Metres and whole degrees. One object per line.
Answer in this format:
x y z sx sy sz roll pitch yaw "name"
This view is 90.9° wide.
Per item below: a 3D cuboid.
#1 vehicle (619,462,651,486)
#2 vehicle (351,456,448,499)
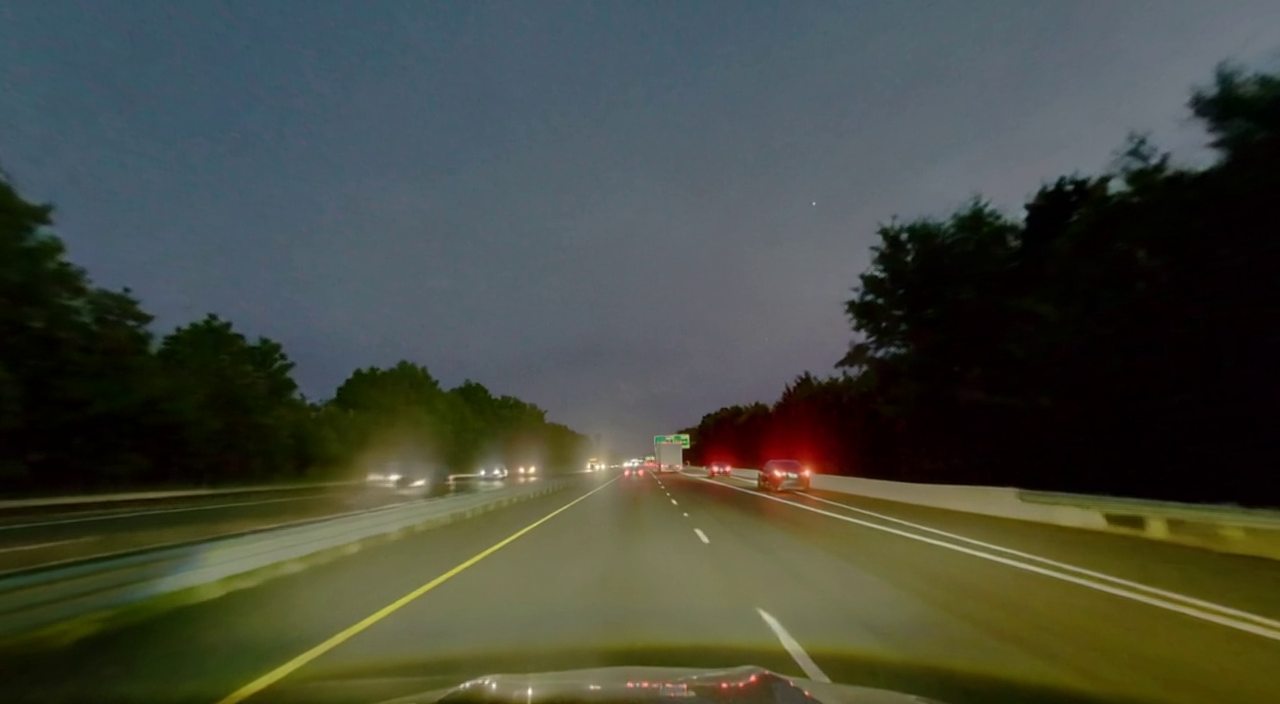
-0.342 8.073 41.837 2.025 1.452 3.927 1 -10 -1 "vehicle"
-9.416 4.970 25.121 2.167 1.531 4.179 1 -10 0 "vehicle"
